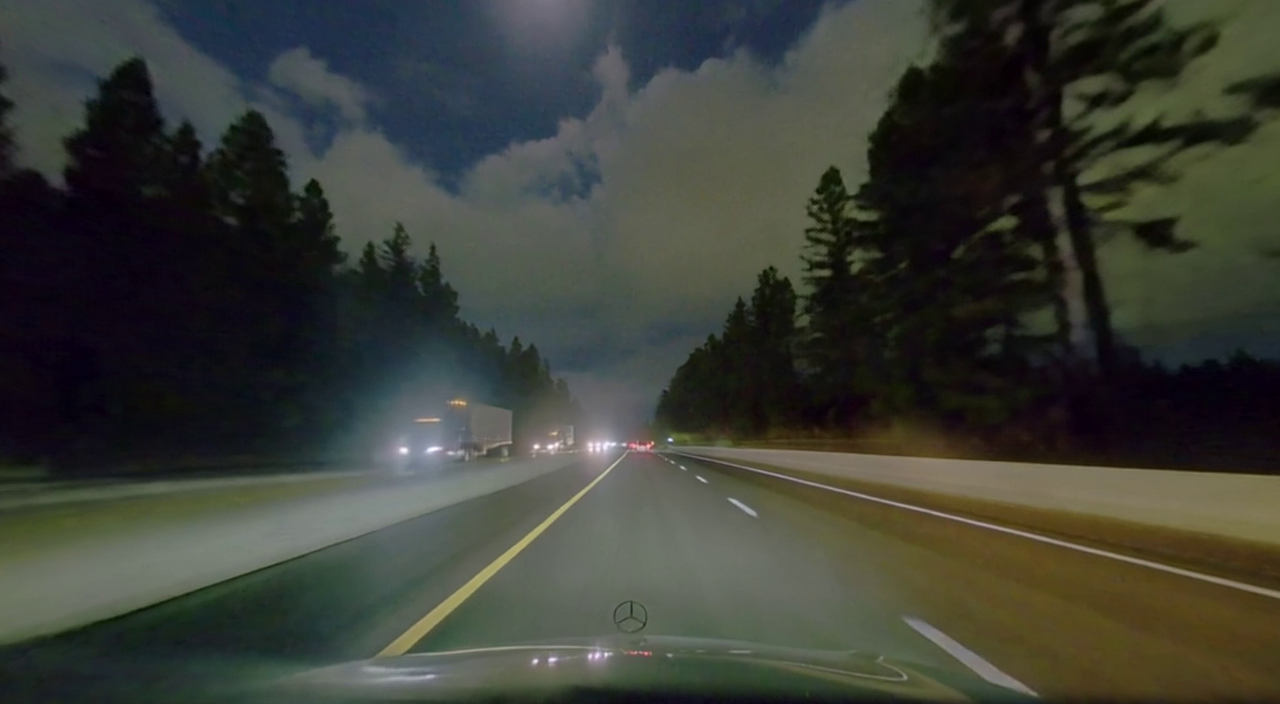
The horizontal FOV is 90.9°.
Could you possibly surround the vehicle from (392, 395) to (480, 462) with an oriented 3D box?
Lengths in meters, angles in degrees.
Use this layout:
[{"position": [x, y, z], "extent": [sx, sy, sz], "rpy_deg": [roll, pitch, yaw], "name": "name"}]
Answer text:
[{"position": [-13.323, 5.189, 42.125], "extent": [3.009, 4.018, 8.498], "rpy_deg": [0, -8, 0], "name": "vehicle"}]
